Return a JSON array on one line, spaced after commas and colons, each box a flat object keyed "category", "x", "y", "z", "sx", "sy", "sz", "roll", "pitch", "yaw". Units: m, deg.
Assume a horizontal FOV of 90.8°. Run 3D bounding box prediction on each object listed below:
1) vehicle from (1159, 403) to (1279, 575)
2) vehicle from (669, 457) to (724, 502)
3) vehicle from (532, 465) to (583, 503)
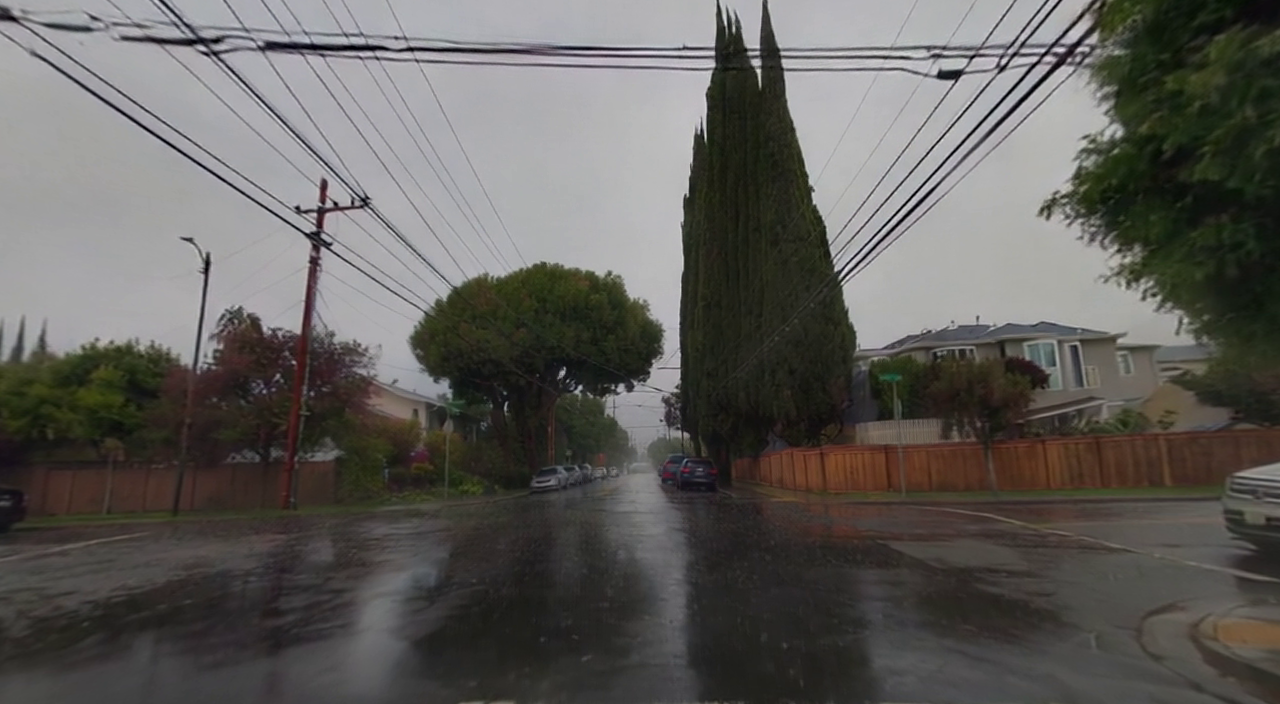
[{"category": "vehicle", "x": 9.695, "y": 1.623, "z": 7.610, "sx": 4.677, "sy": 1.949, "sz": 2.334, "roll": -1, "pitch": -8, "yaw": 3}, {"category": "vehicle", "x": 2.582, "y": 5.981, "z": 30.086, "sx": 2.051, "sy": 1.874, "sz": 4.459, "roll": 0, "pitch": -8, "yaw": -2}, {"category": "vehicle", "x": -4.309, "y": 6.951, "z": 33.636, "sx": 2.189, "sy": 1.771, "sz": 4.571, "roll": 0, "pitch": -10, "yaw": -1}]
